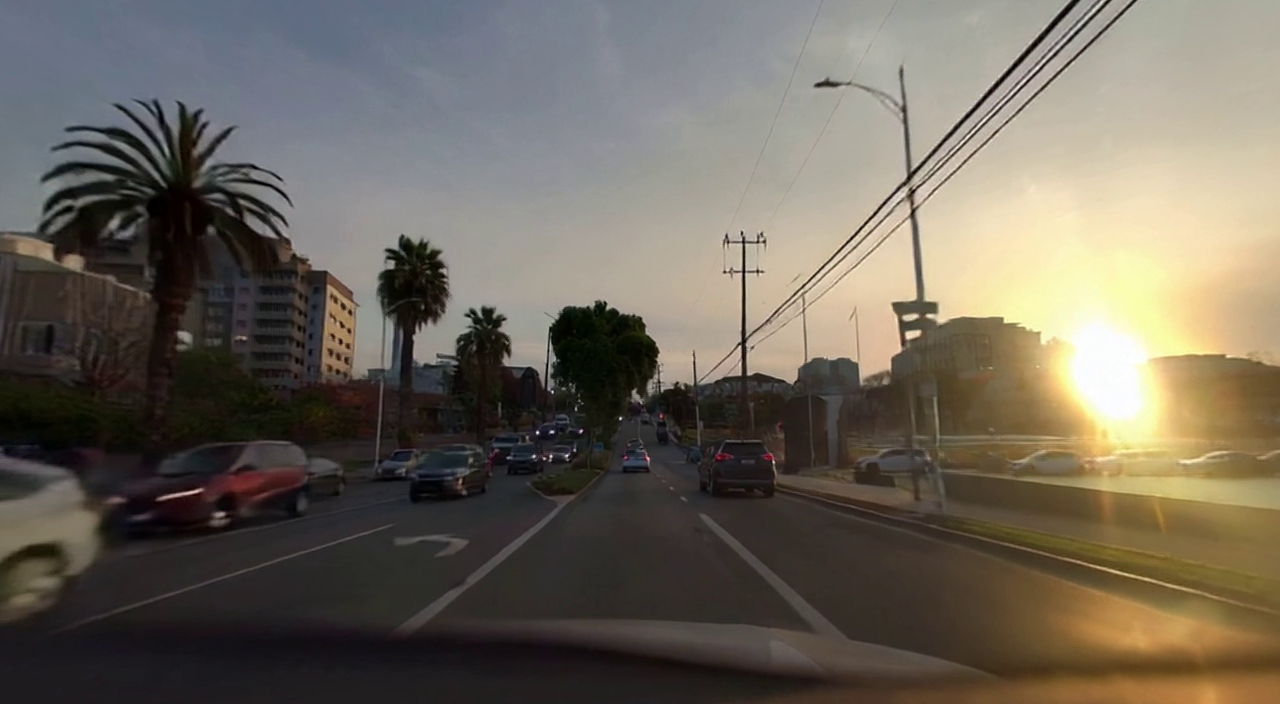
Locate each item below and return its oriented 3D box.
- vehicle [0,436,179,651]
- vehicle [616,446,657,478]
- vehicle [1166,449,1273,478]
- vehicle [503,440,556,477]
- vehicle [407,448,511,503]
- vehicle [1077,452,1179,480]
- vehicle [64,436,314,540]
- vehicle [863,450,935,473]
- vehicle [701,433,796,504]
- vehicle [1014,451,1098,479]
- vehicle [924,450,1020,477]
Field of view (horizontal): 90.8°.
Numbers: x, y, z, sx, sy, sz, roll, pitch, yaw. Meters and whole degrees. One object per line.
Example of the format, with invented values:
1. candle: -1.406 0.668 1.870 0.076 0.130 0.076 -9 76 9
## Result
1. vehicle: -5.695 1.301 3.969 2.135 1.542 4.575 0 -8 0
2. vehicle: -0.208 6.164 35.735 2.196 1.655 3.939 0 -8 0
3. vehicle: 35.875 6.890 39.192 4.642 1.646 2.017 0 -8 -1
4. vehicle: -5.979 5.795 34.730 2.106 1.890 4.783 0 -8 -1
5. vehicle: -5.783 3.976 20.812 2.074 1.541 4.395 0 -8 0
6. vehicle: 30.000 7.008 38.946 4.463 1.600 2.122 0 -8 0
7. vehicle: -9.216 2.756 13.518 2.005 1.841 4.300 -1 -8 2
8. vehicle: 20.164 8.517 49.353 4.540 1.386 2.337 -4 -8 -1
9. vehicle: 3.102 3.441 19.060 1.995 1.858 4.333 0 -8 -1
10. vehicle: 25.515 6.926 38.881 3.611 1.590 2.171 0 -8 -1
11. vehicle: 20.422 6.874 39.077 4.673 1.592 2.193 -1 -8 1
